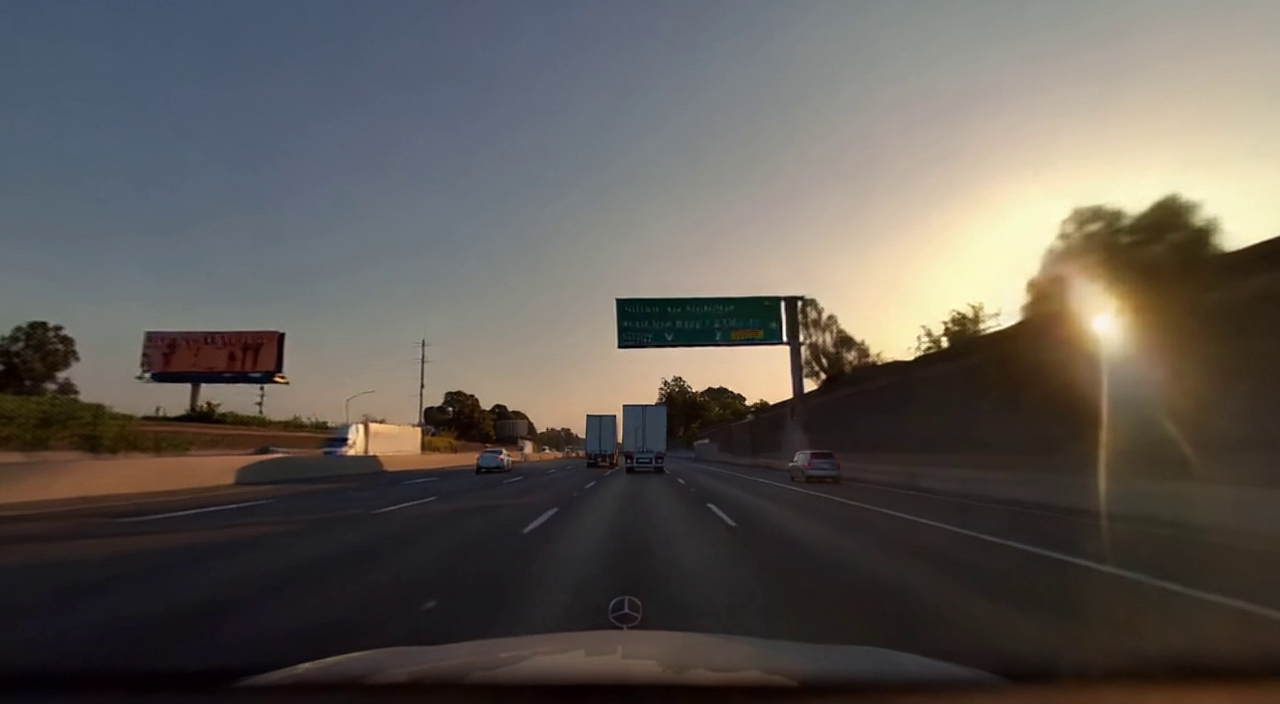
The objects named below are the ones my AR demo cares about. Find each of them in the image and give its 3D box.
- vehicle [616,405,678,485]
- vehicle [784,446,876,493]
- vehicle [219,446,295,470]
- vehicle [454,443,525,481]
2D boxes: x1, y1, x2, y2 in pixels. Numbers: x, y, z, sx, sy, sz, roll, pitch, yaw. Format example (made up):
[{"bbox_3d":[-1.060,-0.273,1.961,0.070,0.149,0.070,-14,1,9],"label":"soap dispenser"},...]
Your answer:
[{"bbox_3d":[0.278,5.342,37.516,3.054,3.944,11.230,-1,-6,-1],"label":"vehicle"},{"bbox_3d":[6.887,4.275,23.392,1.969,1.560,4.394,0,-9,-1],"label":"vehicle"},{"bbox_3d":[-29.272,8.102,48.419,2.649,1.703,4.861,-1,-9,1],"label":"vehicle"},{"bbox_3d":[-6.714,4.950,28.600,1.992,1.547,4.673,-1,-9,1],"label":"vehicle"}]
